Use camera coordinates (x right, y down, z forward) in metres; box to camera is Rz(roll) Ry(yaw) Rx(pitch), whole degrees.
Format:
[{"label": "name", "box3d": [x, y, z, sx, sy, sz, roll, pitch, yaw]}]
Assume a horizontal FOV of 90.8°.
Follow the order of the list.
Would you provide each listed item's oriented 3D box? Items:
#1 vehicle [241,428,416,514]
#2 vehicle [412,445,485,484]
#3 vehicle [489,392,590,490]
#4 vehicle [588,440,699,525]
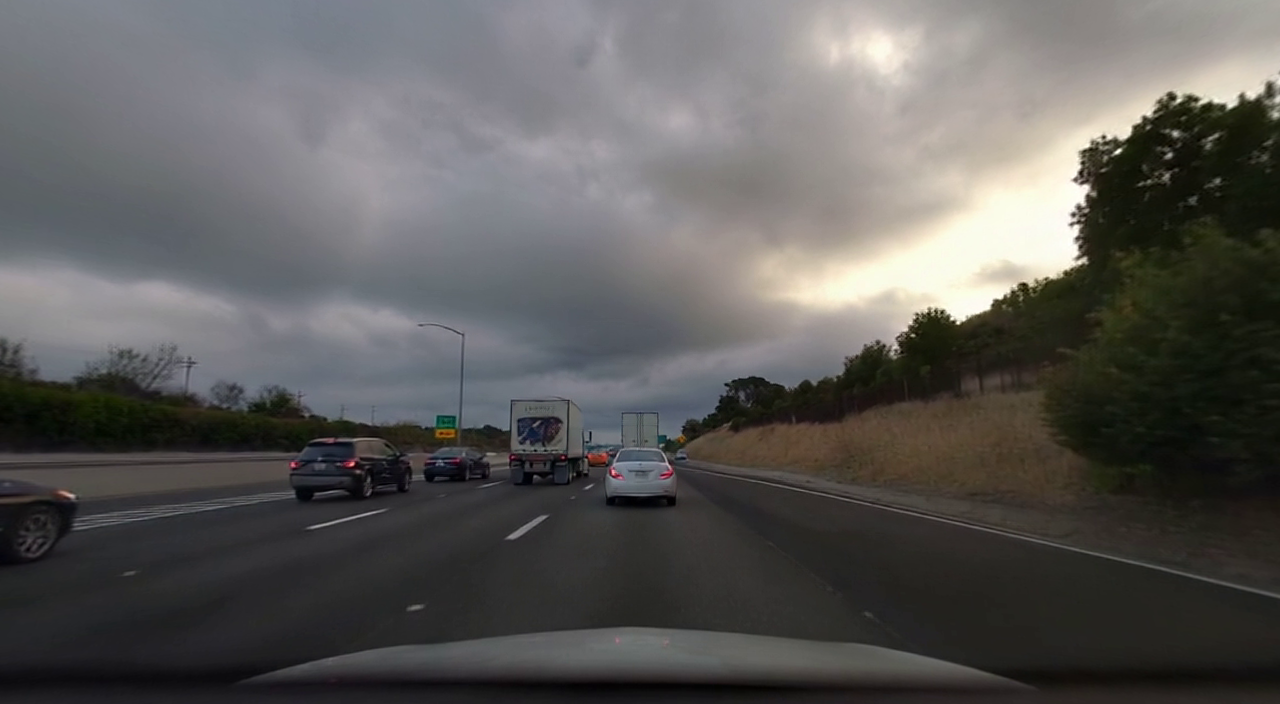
[{"label": "vehicle", "box3d": [-7.256, 2.810, 15.332, 1.952, 1.746, 4.332, -1, -9, 1]}, {"label": "vehicle", "box3d": [-8.021, 4.728, 26.826, 1.880, 1.512, 3.758, -1, -9, 1]}, {"label": "vehicle", "box3d": [-3.755, 3.606, 25.419, 2.812, 3.342, 7.248, 0, -9, 0]}, {"label": "vehicle", "box3d": [0.051, 2.631, 13.141, 1.995, 1.495, 3.380, 0, -9, 0]}]
